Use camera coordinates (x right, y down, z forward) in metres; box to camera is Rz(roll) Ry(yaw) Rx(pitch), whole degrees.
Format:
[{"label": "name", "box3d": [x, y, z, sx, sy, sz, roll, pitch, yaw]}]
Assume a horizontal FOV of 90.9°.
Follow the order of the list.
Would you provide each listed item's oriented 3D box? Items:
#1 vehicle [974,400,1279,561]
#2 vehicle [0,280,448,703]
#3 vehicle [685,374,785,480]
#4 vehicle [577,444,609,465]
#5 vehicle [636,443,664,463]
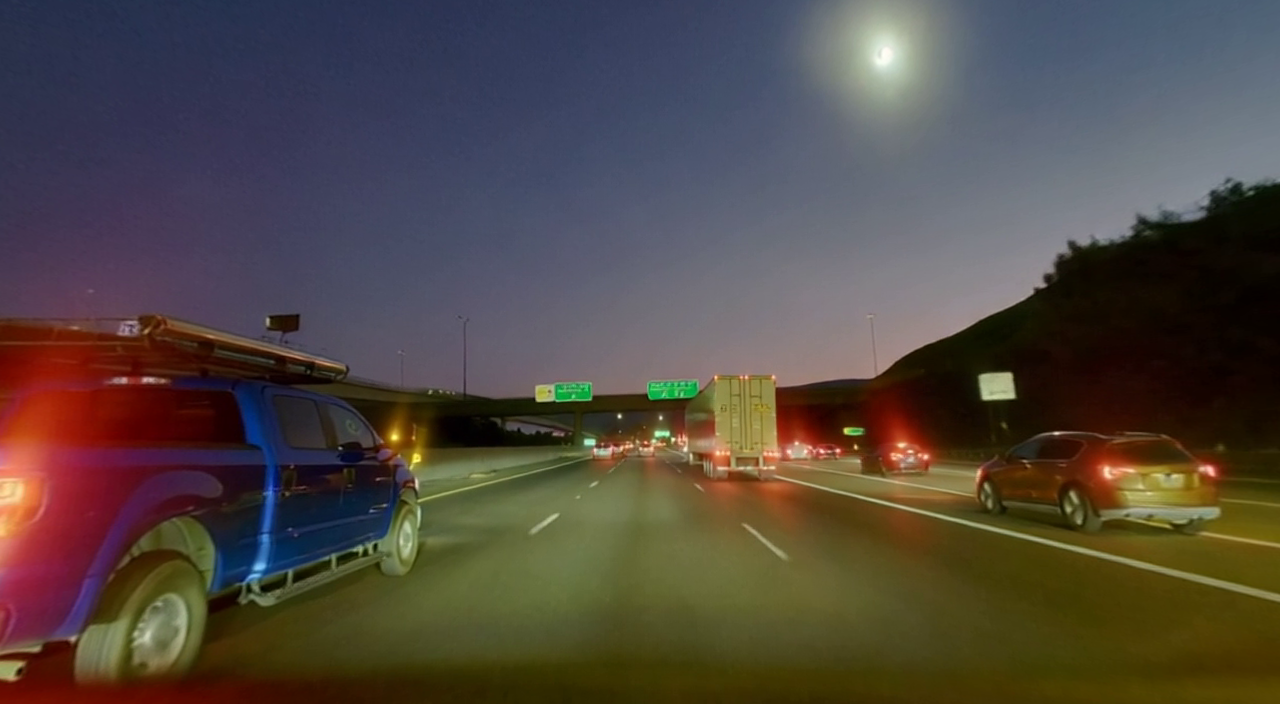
[{"label": "vehicle", "box3d": [7.125, 1.714, 9.122, 1.999, 1.700, 4.640, 0, -8, 0]}, {"label": "vehicle", "box3d": [-3.913, 1.163, 5.342, 2.599, 2.054, 6.288, 0, -8, 0]}, {"label": "vehicle", "box3d": [4.081, 3.807, 30.687, 2.885, 4.036, 12.891, 0, -8, 0]}, {"label": "vehicle", "box3d": [-3.444, 7.619, 47.169, 2.077, 1.446, 4.106, 0, -8, 0]}, {"label": "vehicle", "box3d": [0.780, 7.962, 49.745, 2.092, 1.446, 4.092, 0, -8, 0]}]
